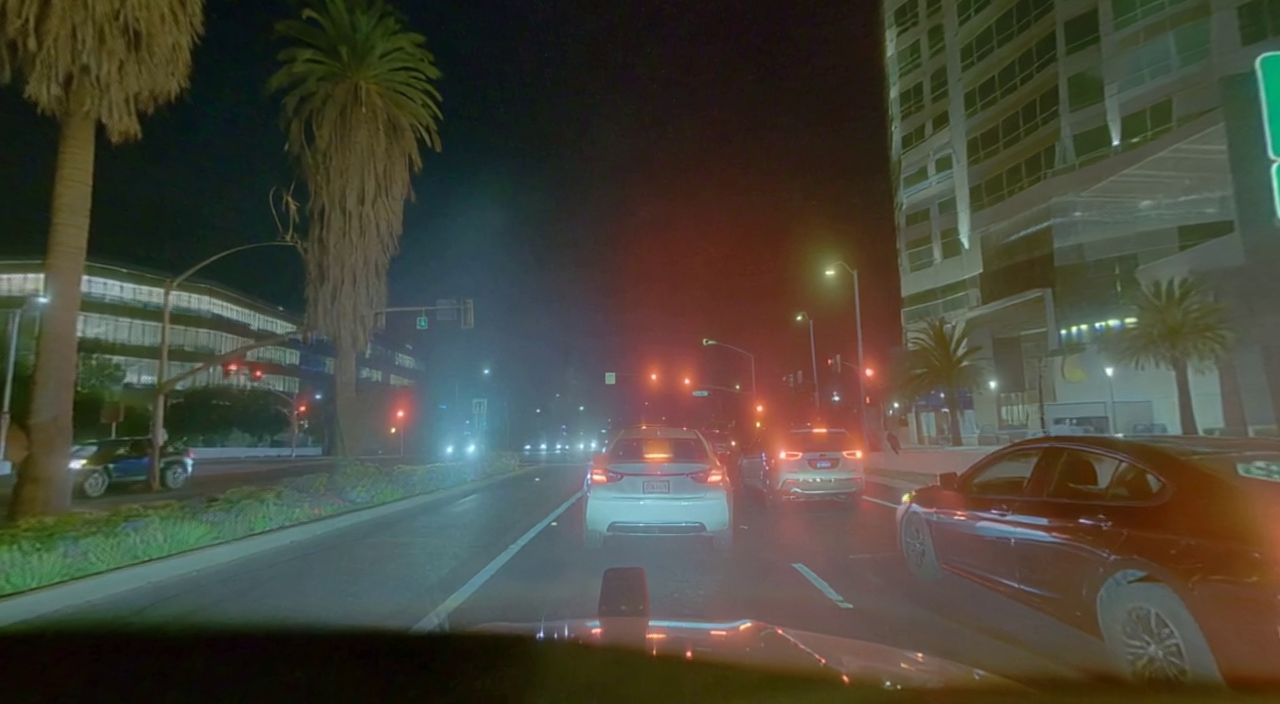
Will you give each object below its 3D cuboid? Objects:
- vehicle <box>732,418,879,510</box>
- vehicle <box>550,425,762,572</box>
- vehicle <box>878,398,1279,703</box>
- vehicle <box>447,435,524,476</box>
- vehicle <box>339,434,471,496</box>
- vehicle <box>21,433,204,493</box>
[{"bbox_3d":[3.503,2.465,14.303,2.169,1.751,4.276,0,-8,0],"label":"vehicle"},{"bbox_3d":[0.172,1.787,8.456,2.140,1.474,4.026,0,-8,0],"label":"vehicle"},{"bbox_3d":[3.539,1.222,4.477,1.910,1.490,4.661,0,-8,1],"label":"vehicle"},{"bbox_3d":[-6.042,4.099,25.222,1.822,1.456,4.396,-1,-8,2],"label":"vehicle"},{"bbox_3d":[-6.259,3.042,17.363,1.900,1.487,4.165,0,-8,2],"label":"vehicle"},{"bbox_3d":[-18.035,3.792,21.977,2.120,1.828,4.955,0,-8,-1],"label":"vehicle"}]
